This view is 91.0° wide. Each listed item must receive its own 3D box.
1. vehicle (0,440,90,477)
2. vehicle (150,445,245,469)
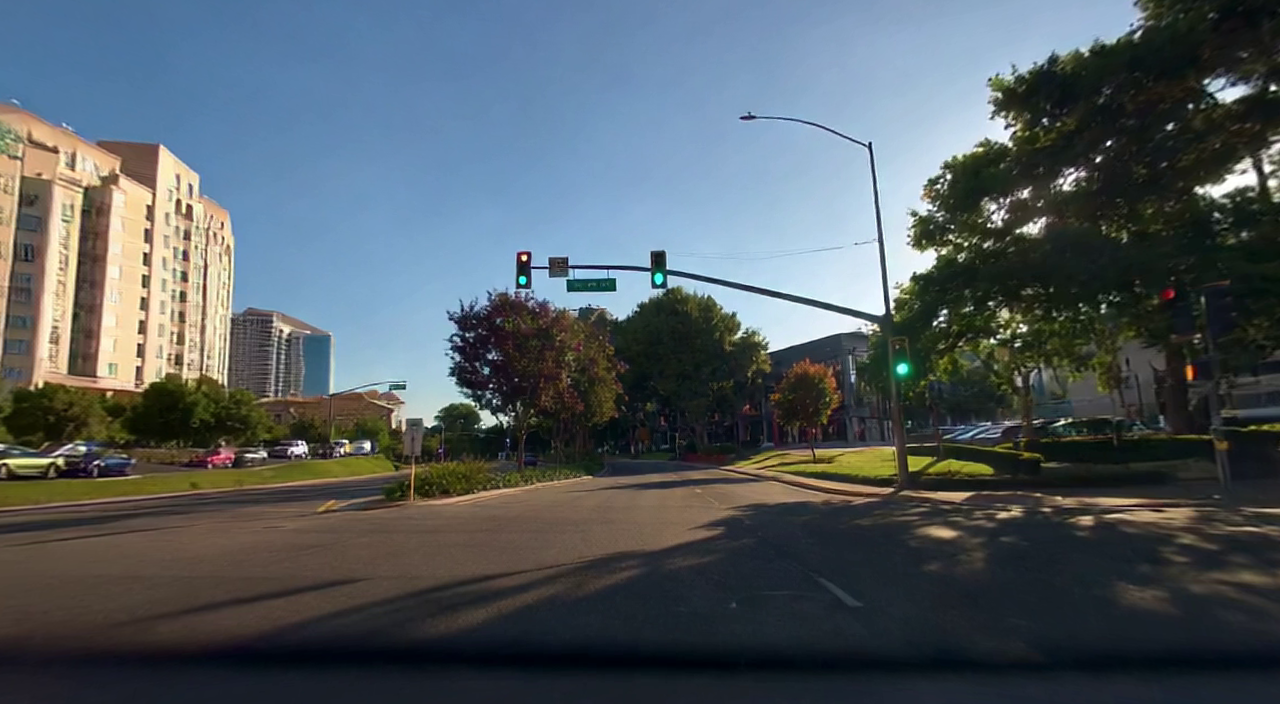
[{"bbox_3d":[-29.227,5.028,29.884,4.290,1.654,1.974,0,-9,-2],"label":"vehicle"},{"bbox_3d":[-28.867,6.857,41.226,4.652,1.489,1.992,0,-9,-2],"label":"vehicle"}]
